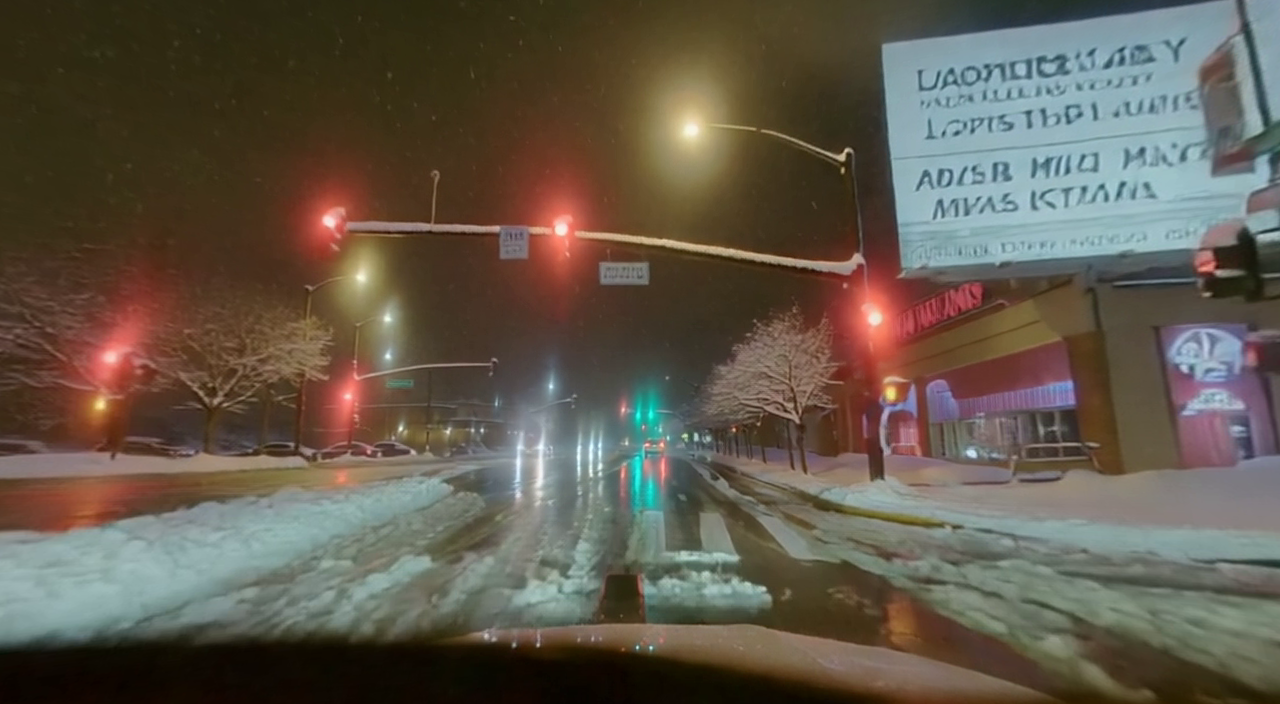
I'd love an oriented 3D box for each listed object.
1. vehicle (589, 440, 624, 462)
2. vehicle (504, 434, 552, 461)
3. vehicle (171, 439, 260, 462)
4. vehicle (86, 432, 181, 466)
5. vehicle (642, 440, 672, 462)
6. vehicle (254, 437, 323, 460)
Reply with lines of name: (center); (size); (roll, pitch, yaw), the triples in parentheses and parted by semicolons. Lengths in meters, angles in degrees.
vehicle: (-2.329, 7.030, 44.818); (1.962, 1.420, 4.021); (0, -9, 5)
vehicle: (-8.055, 6.955, 45.967); (2.281, 1.834, 4.736); (0, -9, 4)
vehicle: (-28.090, 6.543, 41.988); (1.755, 1.445, 4.485); (-4, -10, 30)
vehicle: (-28.236, 5.408, 35.317); (1.643, 1.755, 3.666); (-4, -9, 34)
vehicle: (1.315, 7.583, 48.574); (2.168, 1.545, 4.047); (1, -9, 1)
vehicle: (-27.560, 7.583, 49.642); (1.969, 1.636, 4.136); (-4, -10, 30)
